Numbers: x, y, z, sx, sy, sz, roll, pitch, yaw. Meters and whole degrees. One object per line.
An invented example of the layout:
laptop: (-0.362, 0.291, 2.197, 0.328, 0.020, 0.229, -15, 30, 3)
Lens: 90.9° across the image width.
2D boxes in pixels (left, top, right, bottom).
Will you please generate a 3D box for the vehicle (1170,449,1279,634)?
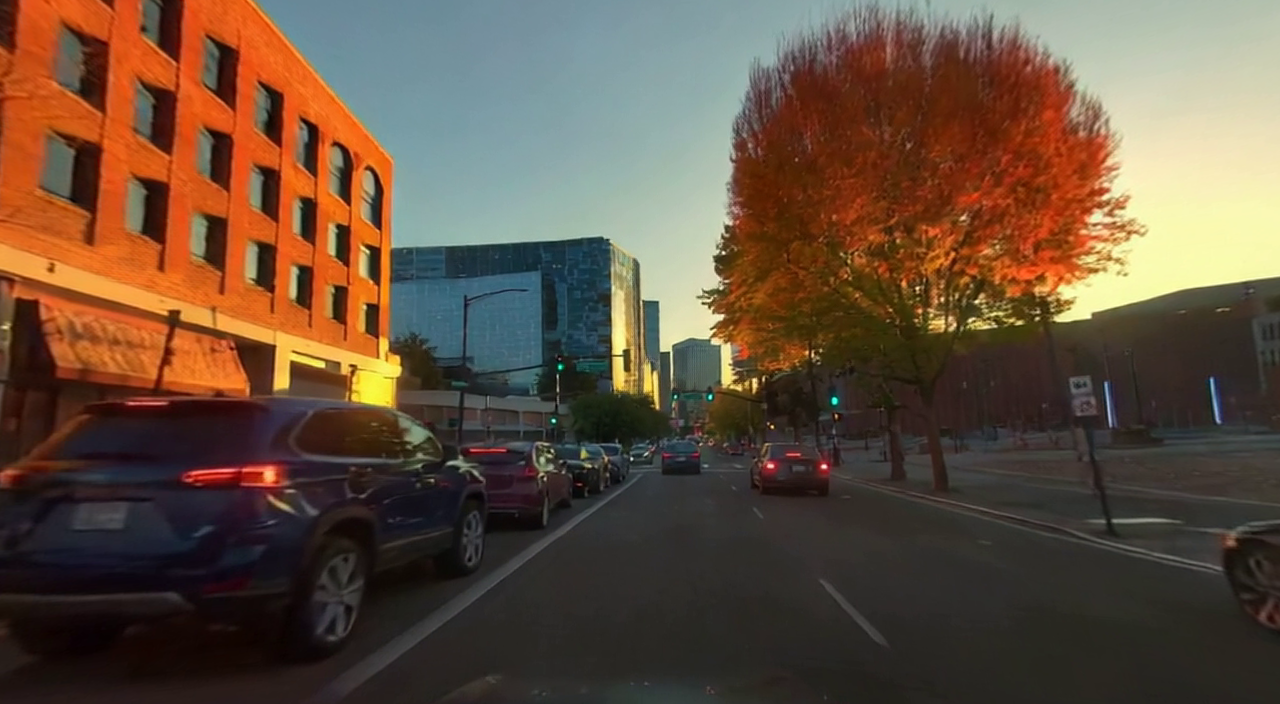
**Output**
vehicle: (5.991, 1.325, 3.733, 1.956, 1.446, 4.537, -1, -8, 4)

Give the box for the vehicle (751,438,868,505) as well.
vehicle: (4.197, 3.022, 16.458, 2.150, 1.464, 4.467, -1, -8, 5)

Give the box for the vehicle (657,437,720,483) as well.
vehicle: (1.784, 3.953, 23.358, 2.102, 1.521, 4.078, -1, -8, 4)

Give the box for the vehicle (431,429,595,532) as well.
vehicle: (-2.095, 2.277, 11.844, 1.857, 1.531, 4.481, -1, -8, 4)

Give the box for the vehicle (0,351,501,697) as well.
vehicle: (-2.885, 1.220, 5.596, 2.043, 1.819, 4.294, -1, -8, 4)
